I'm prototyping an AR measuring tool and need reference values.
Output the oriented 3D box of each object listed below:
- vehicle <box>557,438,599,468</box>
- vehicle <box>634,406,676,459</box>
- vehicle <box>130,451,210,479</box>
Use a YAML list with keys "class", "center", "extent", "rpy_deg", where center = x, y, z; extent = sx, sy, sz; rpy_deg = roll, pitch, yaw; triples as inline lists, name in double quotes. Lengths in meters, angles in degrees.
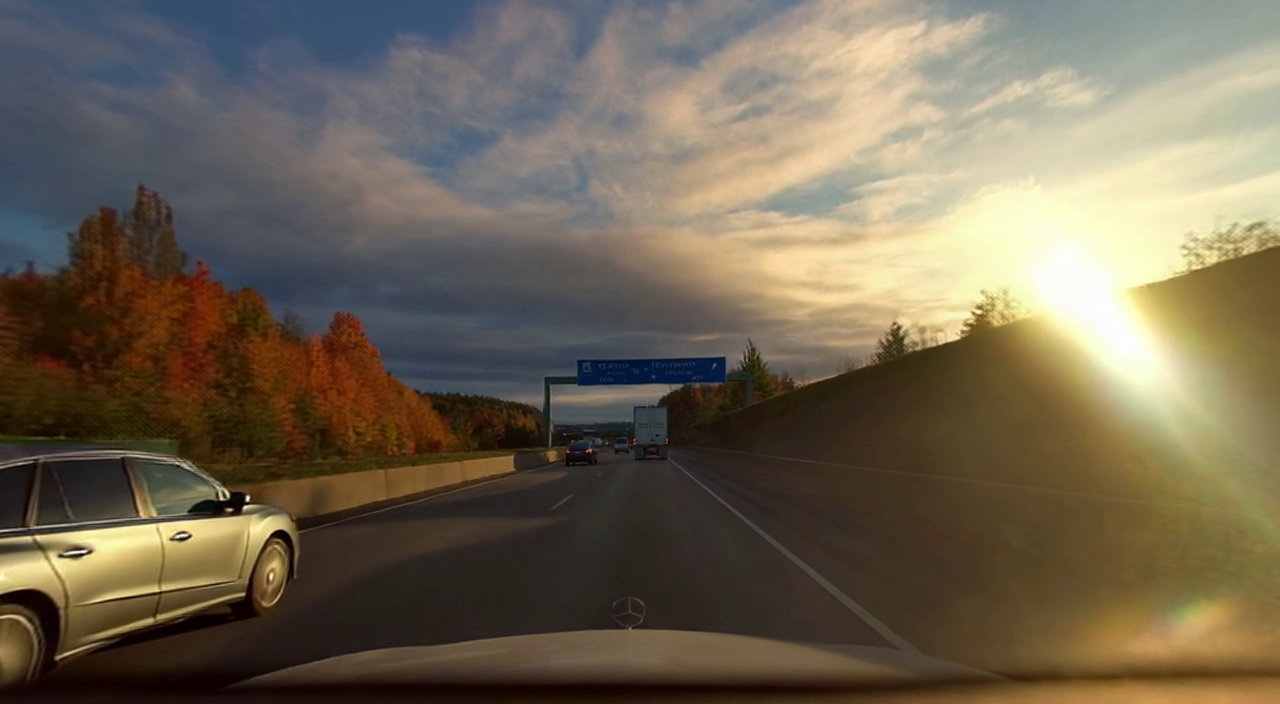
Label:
- class: "vehicle"
  center: [-3.333, 5.504, 34.509]
  extent: [1.927, 1.556, 3.921]
  rpy_deg: [0, -8, 0]
- class: "vehicle"
  center: [1.144, 6.324, 48.928]
  extent: [2.933, 3.701, 10.425]
  rpy_deg: [0, -8, 1]
- class: "vehicle"
  center: [-25.619, 6.140, 34.452]
  extent: [1.684, 1.399, 3.535]
  rpy_deg: [0, -8, -1]
